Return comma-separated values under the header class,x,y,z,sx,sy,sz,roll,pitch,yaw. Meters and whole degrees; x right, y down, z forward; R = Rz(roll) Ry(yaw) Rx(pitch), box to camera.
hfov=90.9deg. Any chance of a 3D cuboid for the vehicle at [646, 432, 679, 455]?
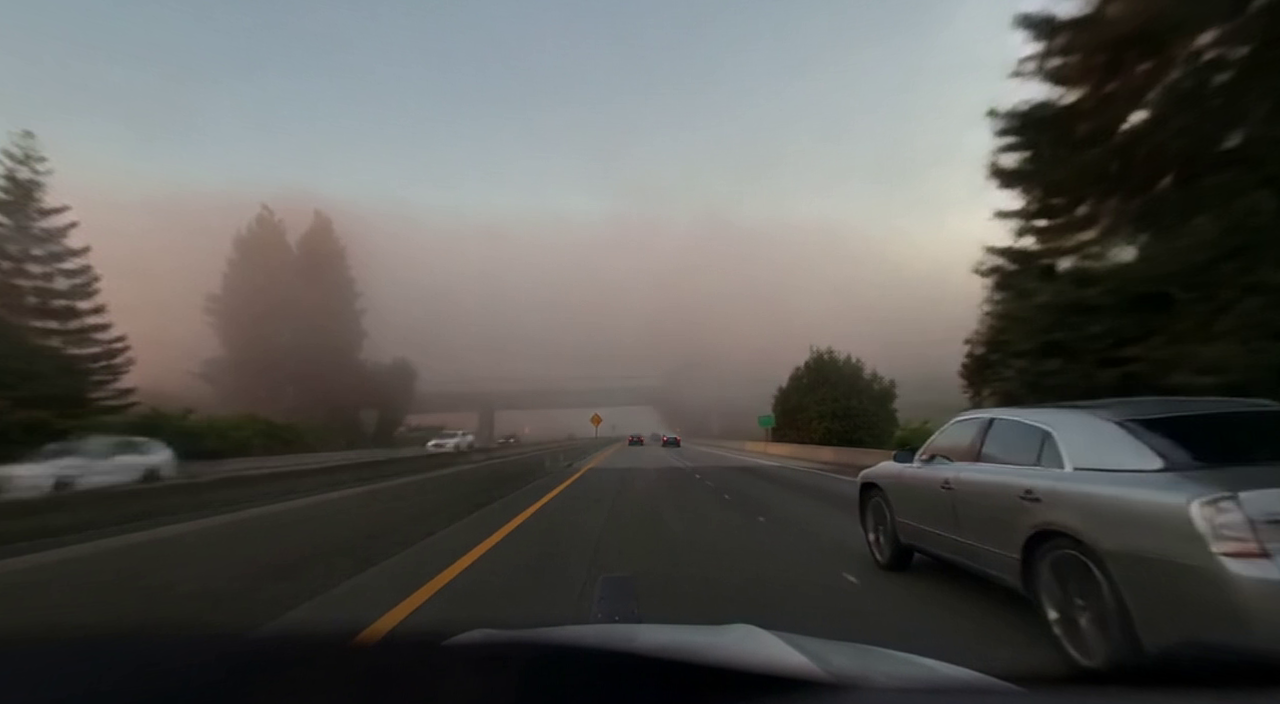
class,x,y,z,sx,sy,sz,roll,pitch,yaw
vehicle,1.509,6.233,43.087,1.981,1.490,3.449,0,-8,-3
